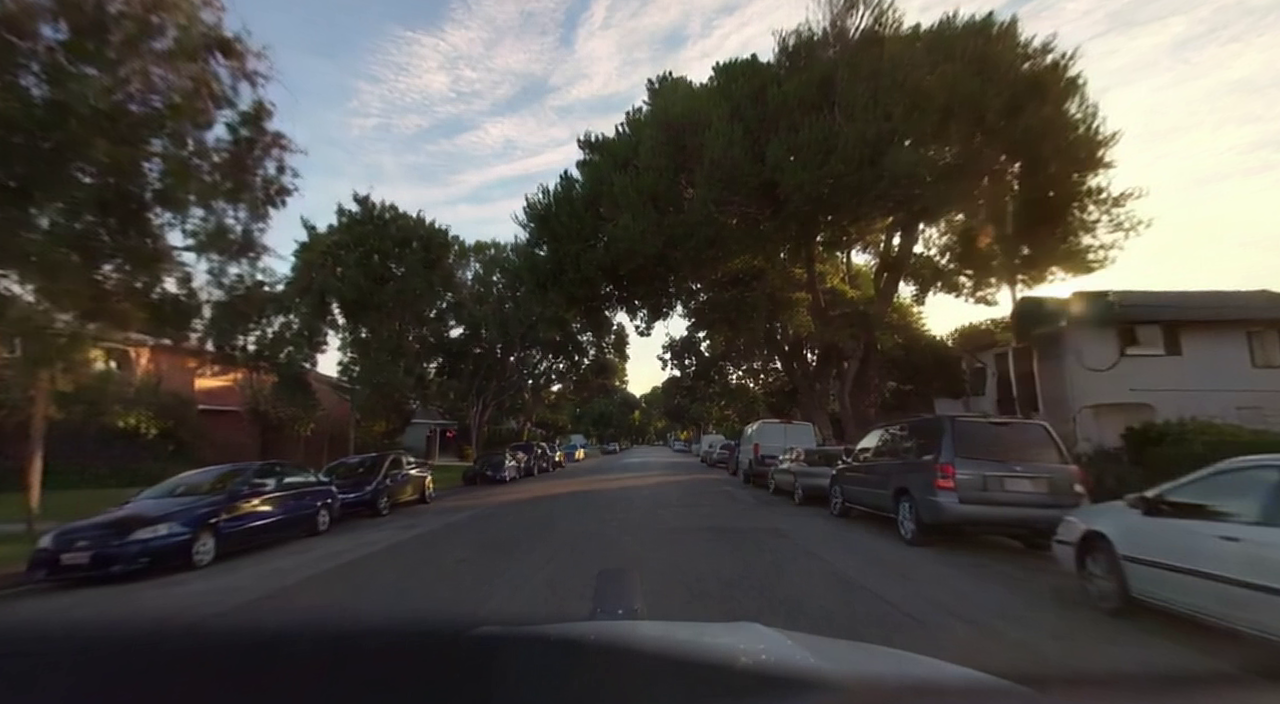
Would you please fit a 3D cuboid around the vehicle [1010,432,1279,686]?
[{"bbox_3d":[4.570,1.222,3.875,1.811,1.439,4.521,0,-8,-1],"label":"vehicle"}]

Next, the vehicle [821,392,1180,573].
[{"bbox_3d":[4.588,1.781,9.481,2.072,1.883,5.576,0,-8,0],"label":"vehicle"}]

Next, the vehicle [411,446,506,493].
[{"bbox_3d":[-6.336,4.143,22.748,1.869,1.467,4.921,-1,-8,1],"label":"vehicle"}]

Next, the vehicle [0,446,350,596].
[{"bbox_3d":[-6.292,2.152,9.105,1.840,1.476,4.739,-2,-8,2],"label":"vehicle"}]
